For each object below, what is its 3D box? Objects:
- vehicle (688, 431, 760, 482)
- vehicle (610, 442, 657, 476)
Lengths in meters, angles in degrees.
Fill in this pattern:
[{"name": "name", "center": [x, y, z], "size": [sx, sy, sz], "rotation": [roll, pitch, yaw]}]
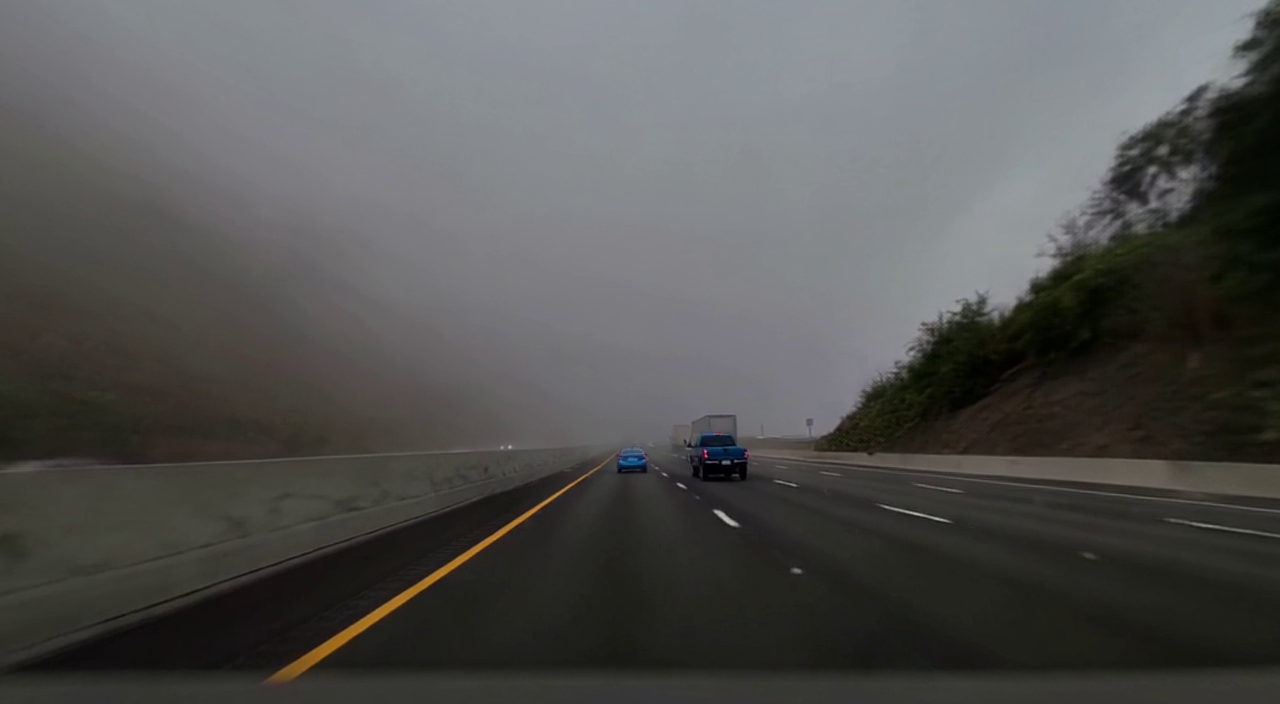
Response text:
[{"name": "vehicle", "center": [3.224, 4.141, 25.287], "size": [2.098, 1.794, 4.561], "rotation": [0, -8, -2]}, {"name": "vehicle", "center": [-0.338, 5.080, 30.196], "size": [2.083, 1.477, 3.965], "rotation": [0, -8, -1]}]
